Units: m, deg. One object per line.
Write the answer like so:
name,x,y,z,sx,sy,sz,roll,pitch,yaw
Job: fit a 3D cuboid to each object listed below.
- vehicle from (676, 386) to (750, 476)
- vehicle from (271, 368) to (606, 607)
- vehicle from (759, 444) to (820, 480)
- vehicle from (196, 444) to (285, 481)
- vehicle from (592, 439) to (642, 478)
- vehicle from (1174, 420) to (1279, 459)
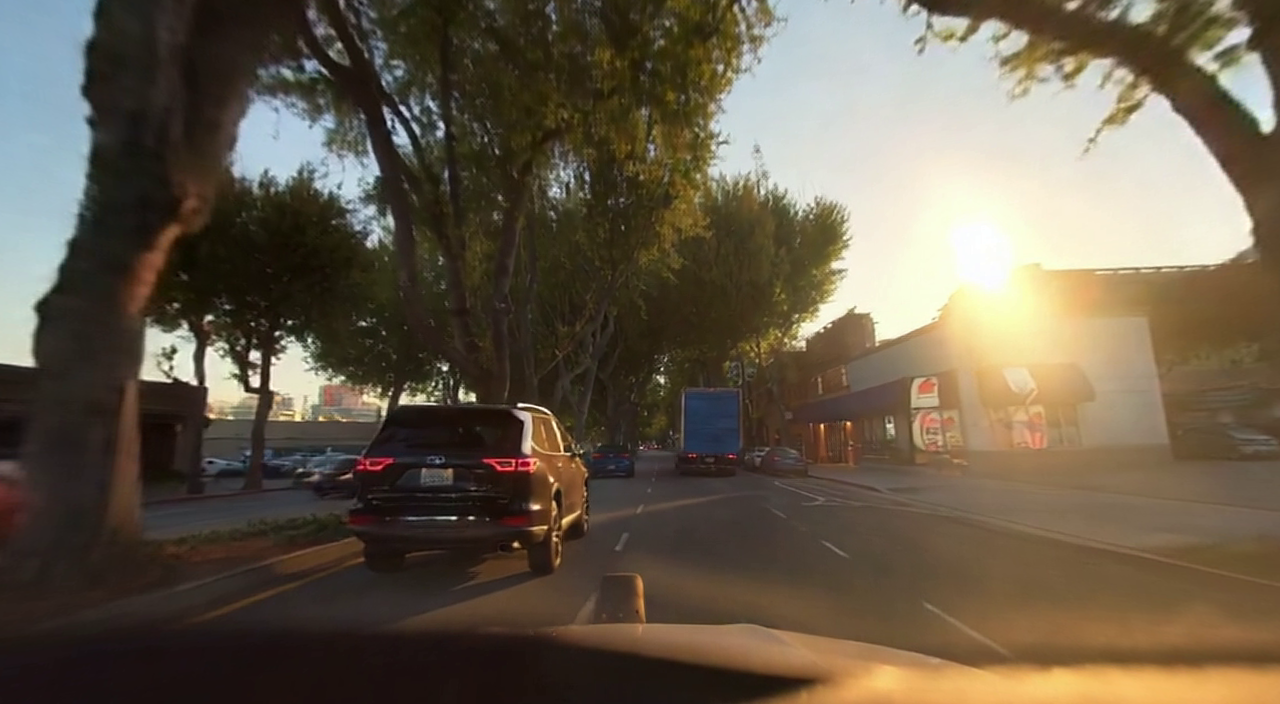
vehicle,3.780,4.659,36.109,3.007,4.206,12.913,0,-8,2
vehicle,-1.884,1.521,7.950,2.293,2.036,4.853,-1,-9,4
vehicle,6.717,4.980,28.884,1.929,1.522,4.158,0,-9,2
vehicle,-27.859,7.686,44.370,2.153,2.378,5.796,0,-8,3
vehicle,-1.038,5.088,30.512,2.040,1.711,4.475,-1,-9,3
vehicle,25.148,3.685,26.276,1.868,1.461,4.714,0,-9,3
